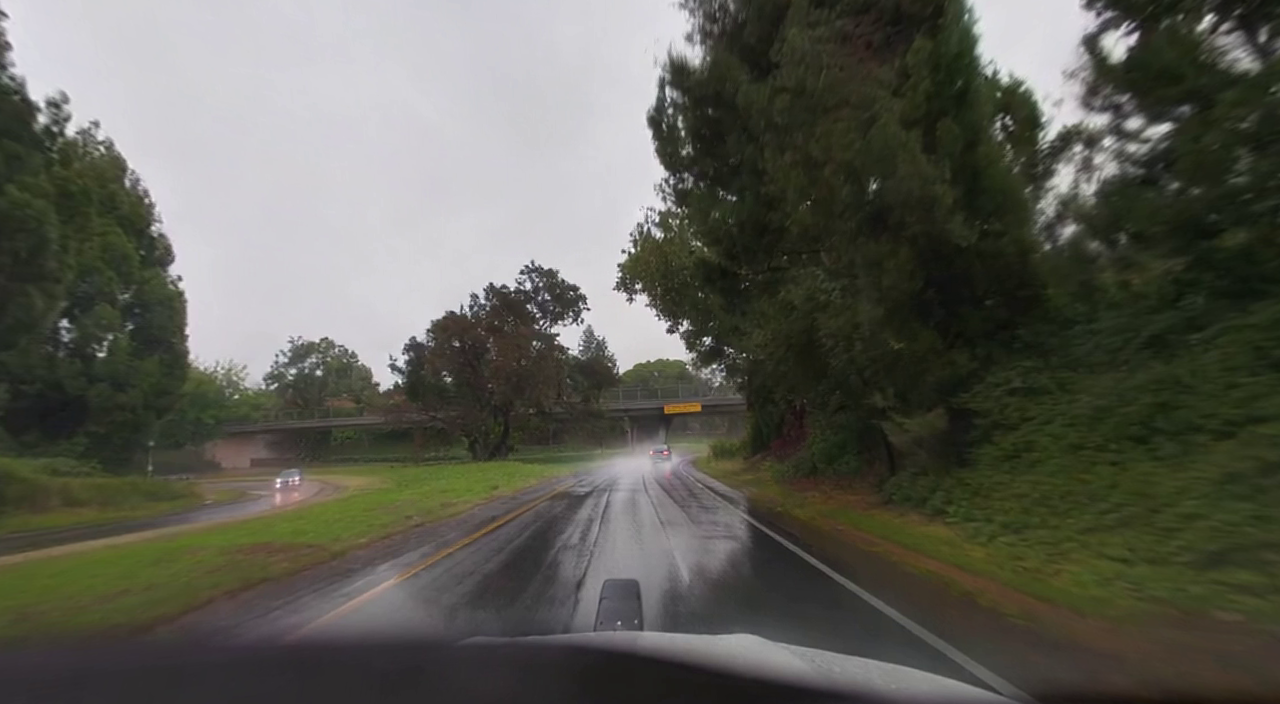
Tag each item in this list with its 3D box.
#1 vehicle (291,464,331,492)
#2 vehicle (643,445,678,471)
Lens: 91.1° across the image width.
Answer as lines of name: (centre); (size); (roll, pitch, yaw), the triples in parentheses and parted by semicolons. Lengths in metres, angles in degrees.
vehicle: (-21.683, 8.264, 41.350); (1.877, 1.603, 4.215); (5, -10, -33)
vehicle: (1.223, 6.368, 37.950); (1.980, 1.449, 3.650); (-1, -9, 2)
